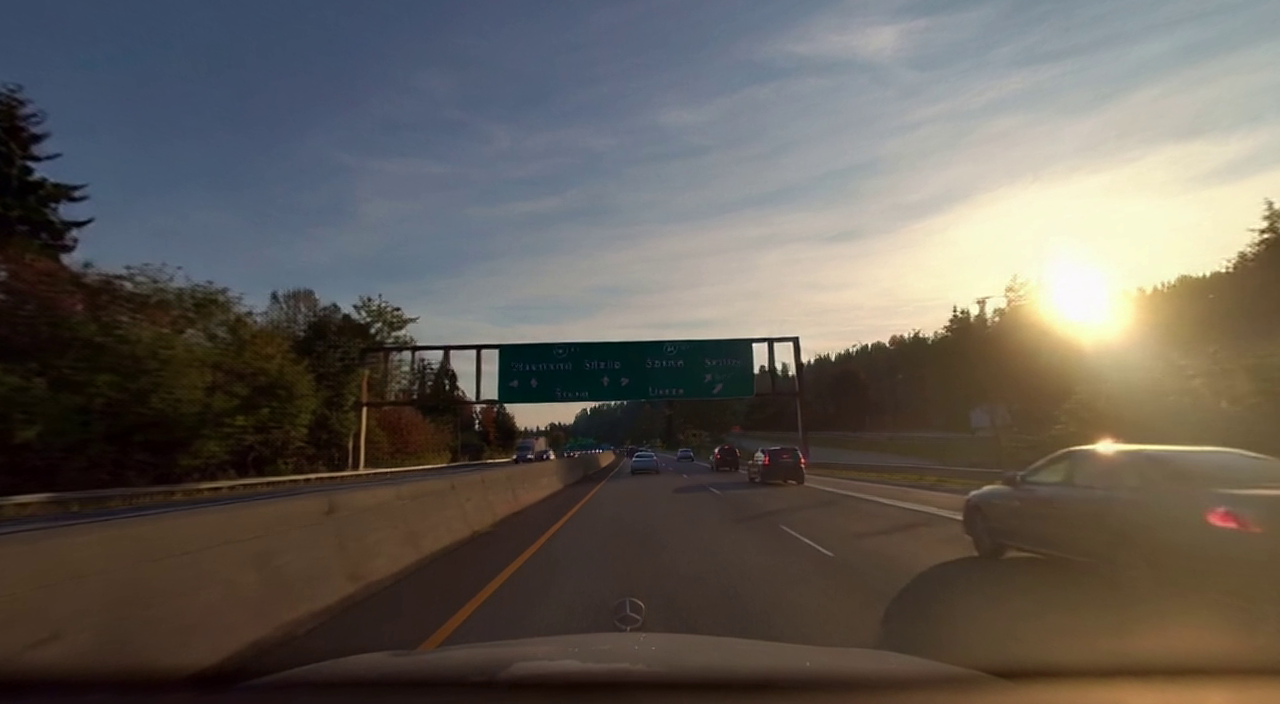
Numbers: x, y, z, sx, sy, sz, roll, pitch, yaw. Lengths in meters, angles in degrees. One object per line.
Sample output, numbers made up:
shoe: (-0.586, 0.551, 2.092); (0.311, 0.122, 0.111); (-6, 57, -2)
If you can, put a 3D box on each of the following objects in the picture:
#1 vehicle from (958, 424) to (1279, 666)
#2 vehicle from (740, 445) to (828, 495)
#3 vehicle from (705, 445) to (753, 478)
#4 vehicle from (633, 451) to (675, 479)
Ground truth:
vehicle: (4.819, 1.402, 5.291); (1.827, 1.462, 4.697); (0, -9, 0)
vehicle: (4.701, 3.904, 21.153); (1.952, 1.495, 3.740); (0, -9, -1)
vehicle: (4.748, 5.893, 34.246); (1.969, 1.639, 4.472); (0, -9, 0)
vehicle: (0.676, 5.730, 32.133); (2.012, 1.320, 3.777); (0, -9, 0)
